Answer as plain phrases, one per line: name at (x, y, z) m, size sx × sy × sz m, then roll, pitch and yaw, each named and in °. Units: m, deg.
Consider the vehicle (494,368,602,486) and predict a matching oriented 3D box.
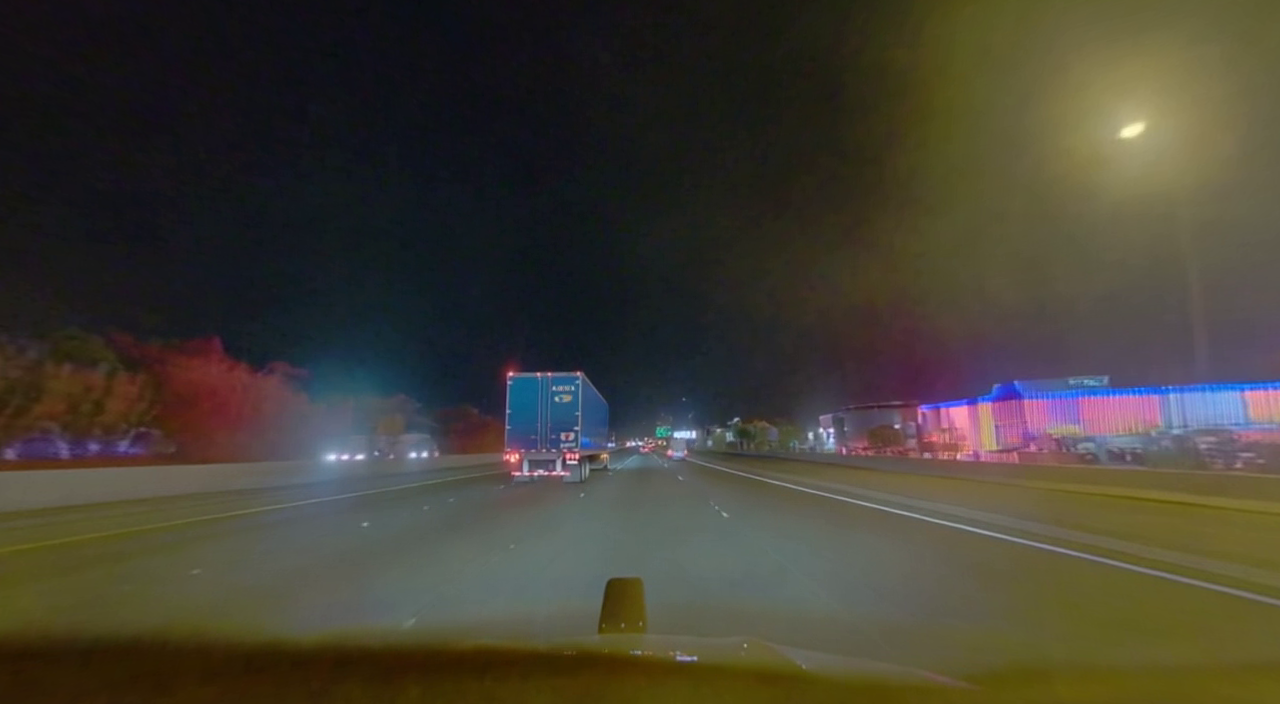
vehicle at (-3.432, 3.126, 26.208) m, size 2.977 × 4.048 × 8.890 m, roll 0°, pitch -7°, yaw 1°
